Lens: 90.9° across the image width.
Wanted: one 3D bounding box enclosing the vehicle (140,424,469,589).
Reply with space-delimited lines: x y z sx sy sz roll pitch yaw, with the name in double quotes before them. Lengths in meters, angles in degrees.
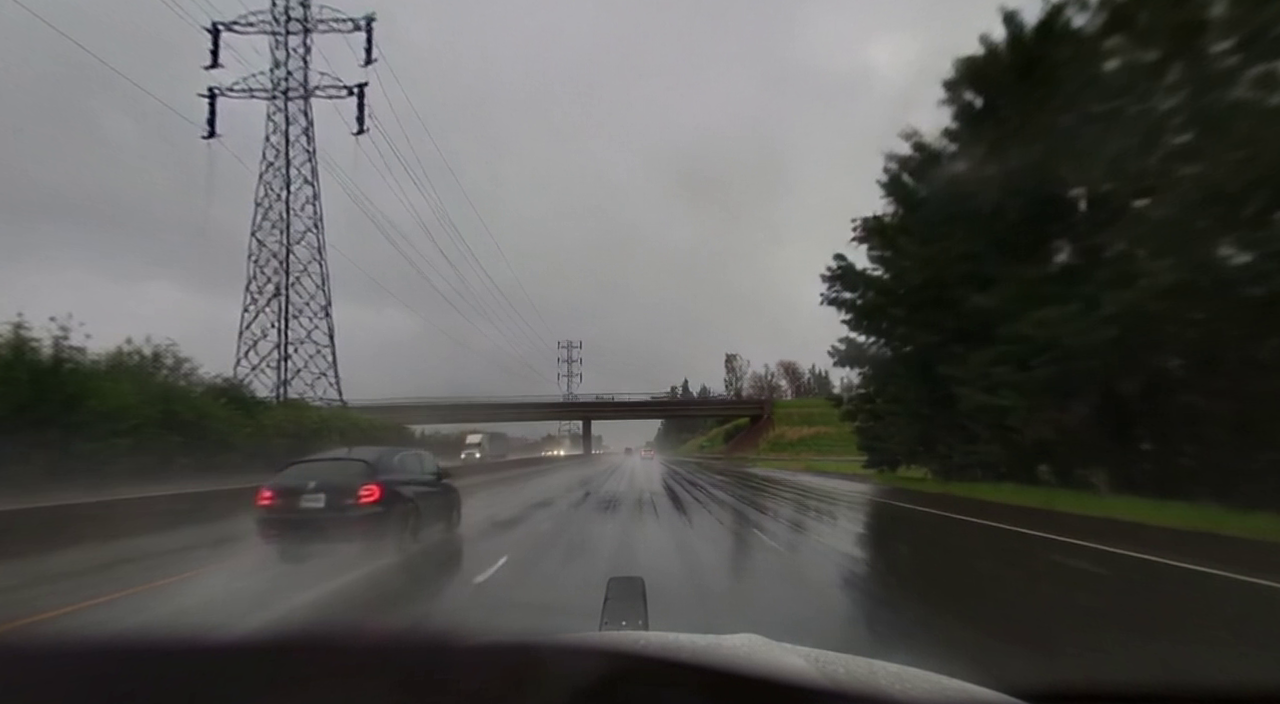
"vehicle" -3.787 1.807 8.161 1.924 1.550 4.165 0 -9 0
